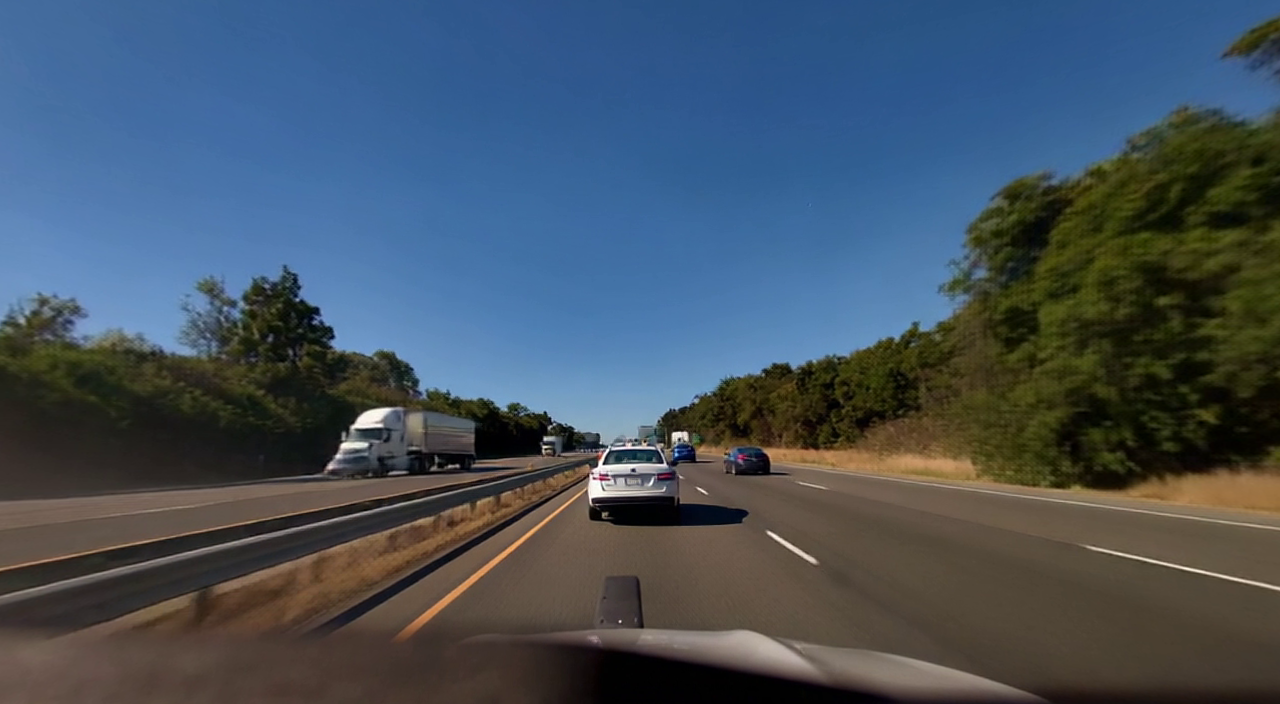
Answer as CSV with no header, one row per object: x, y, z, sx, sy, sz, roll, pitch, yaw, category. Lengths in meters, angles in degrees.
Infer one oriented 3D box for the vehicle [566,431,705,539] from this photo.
-0.105,2.282,11.336,2.088,1.580,3.657,0,-9,-1,vehicle

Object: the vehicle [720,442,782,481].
4.695,4.694,27.167,1.931,1.516,3.995,0,-9,-1,vehicle

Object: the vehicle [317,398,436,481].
-13.542,4.640,33.159,3.152,3.893,6.812,-1,-9,1,vehicle
